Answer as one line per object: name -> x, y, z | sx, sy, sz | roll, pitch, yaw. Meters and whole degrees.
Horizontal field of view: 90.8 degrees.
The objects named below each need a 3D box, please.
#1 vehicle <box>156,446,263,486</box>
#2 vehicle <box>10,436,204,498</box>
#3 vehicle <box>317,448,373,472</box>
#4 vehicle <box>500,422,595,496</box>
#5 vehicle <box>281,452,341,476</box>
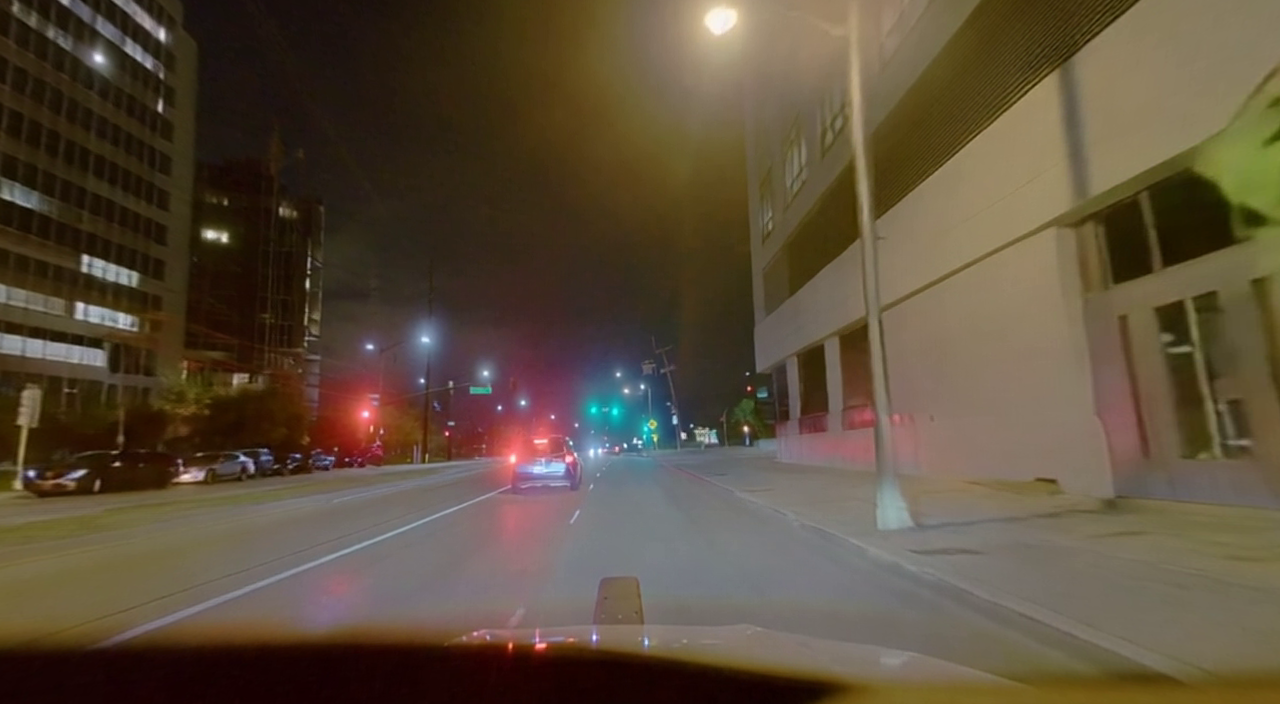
vehicle -> -21.063, 5.549, 31.202 | 2.015, 1.815, 4.856 | 0, -9, -3
vehicle -> -20.980, 4.528, 25.458 | 2.369, 2.159, 6.388 | 0, -9, -2
vehicle -> -21.689, 7.905, 46.595 | 1.989, 1.689, 4.388 | 0, -9, 0
vehicle -> -2.347, 2.854, 17.135 | 2.022, 1.757, 4.041 | 0, -9, -1
vehicle -> -21.639, 7.384, 41.799 | 1.790, 1.415, 4.450 | 0, -9, -3
